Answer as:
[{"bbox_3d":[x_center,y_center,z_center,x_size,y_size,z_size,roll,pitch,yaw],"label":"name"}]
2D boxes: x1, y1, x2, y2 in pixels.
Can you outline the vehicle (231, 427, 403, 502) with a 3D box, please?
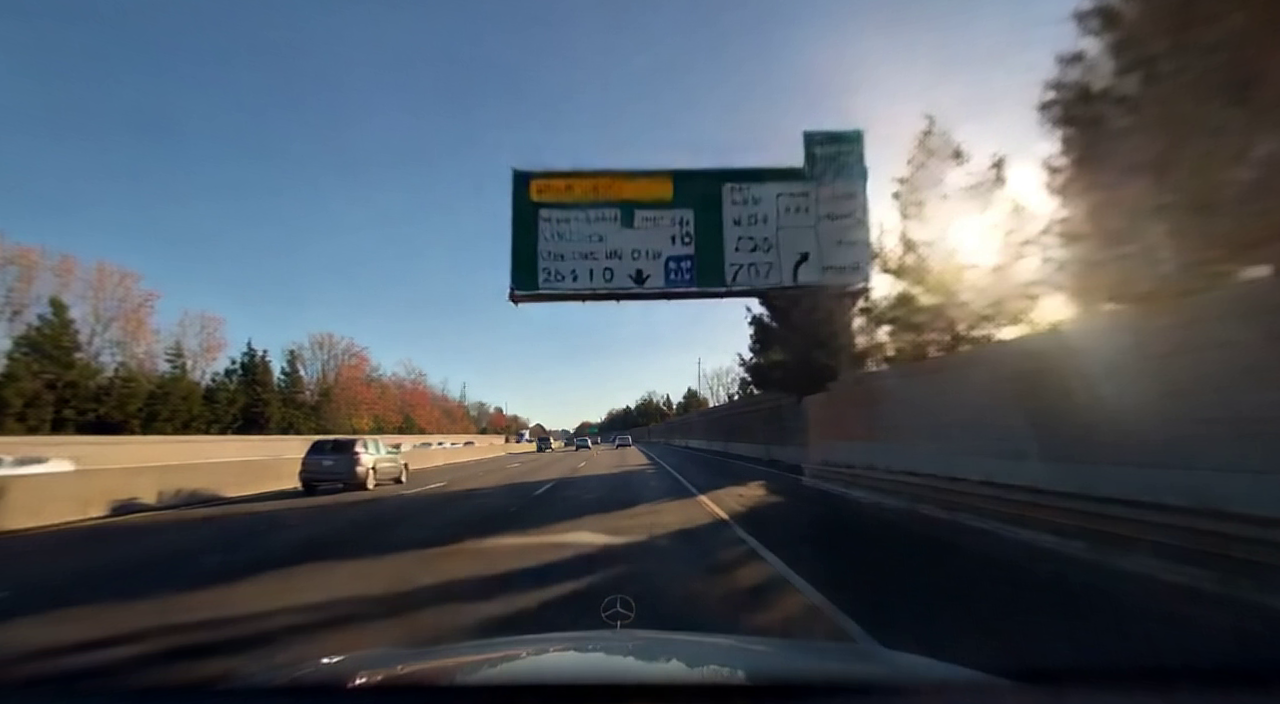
[{"bbox_3d":[-7.474,2.617,15.142,1.972,1.532,4.222,0,-8,-1],"label":"vehicle"}]
